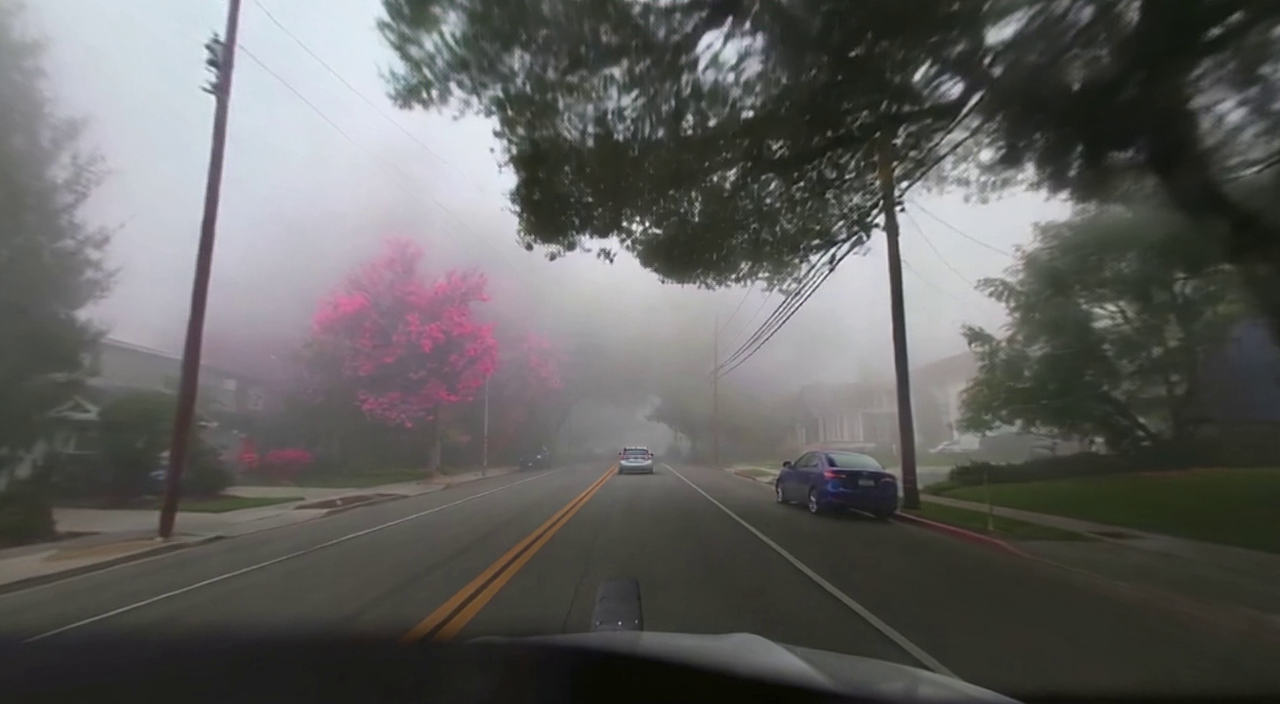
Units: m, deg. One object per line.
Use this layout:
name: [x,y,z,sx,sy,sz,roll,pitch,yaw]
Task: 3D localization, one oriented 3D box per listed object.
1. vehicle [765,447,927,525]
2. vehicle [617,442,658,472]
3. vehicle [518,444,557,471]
vehicle: [4.473,2.962,14.698,1.977,1.481,5.155,0,-8,-1]
vehicle: [-0.149,5.609,33.725,2.104,1.500,3.815,0,-8,-1]
vehicle: [-7.561,7.837,46.686,2.022,1.795,4.337,-3,-10,1]
